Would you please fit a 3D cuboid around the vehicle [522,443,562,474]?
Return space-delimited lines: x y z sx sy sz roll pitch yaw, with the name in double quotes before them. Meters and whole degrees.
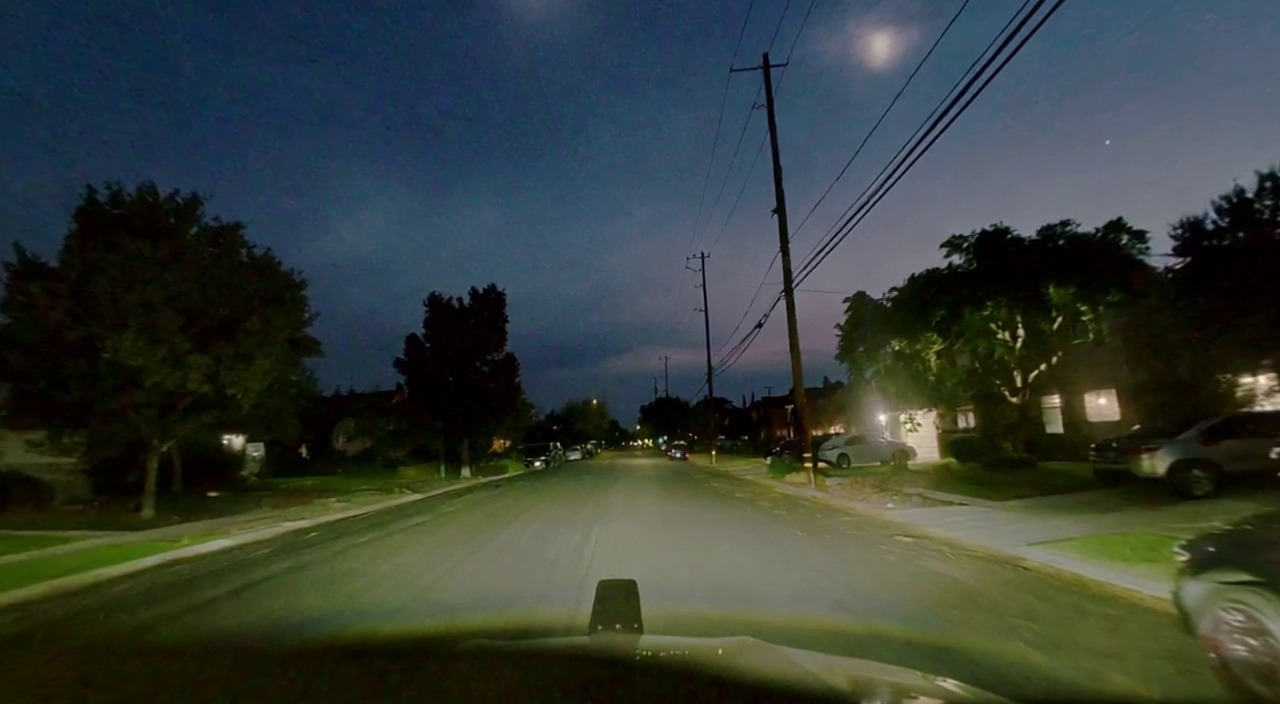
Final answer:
"vehicle" -6.336 6.878 41.183 2.035 1.736 3.955 -2 -7 -1

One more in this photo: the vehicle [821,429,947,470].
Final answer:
"vehicle" 10.923 4.407 28.608 4.782 1.748 2.106 0 -9 1

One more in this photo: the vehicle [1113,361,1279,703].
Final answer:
"vehicle" 3.523 0.640 1.021 2.054 1.638 4.489 0 -8 1
